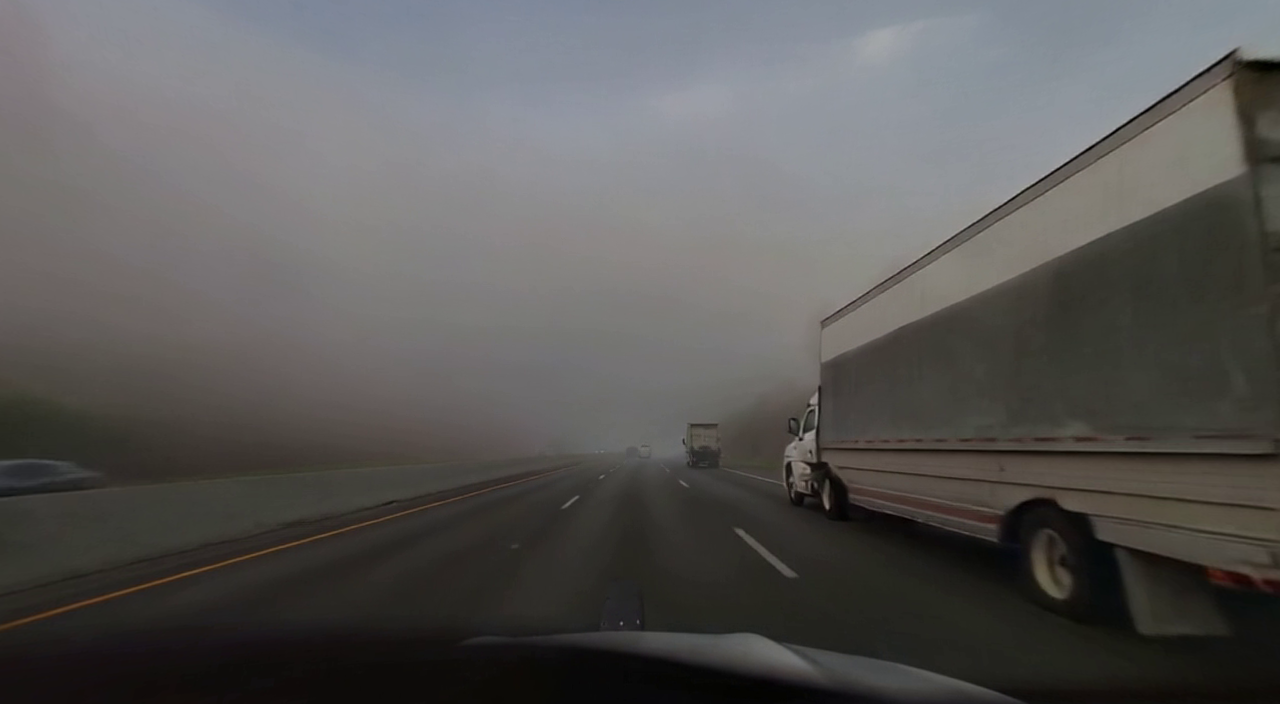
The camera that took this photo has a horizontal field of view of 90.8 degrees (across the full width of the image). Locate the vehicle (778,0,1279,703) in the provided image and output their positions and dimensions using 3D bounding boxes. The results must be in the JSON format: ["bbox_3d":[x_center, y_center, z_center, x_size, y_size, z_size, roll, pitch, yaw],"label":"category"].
[{"bbox_3d":[4.410,0.552,7.410,3.032,3.785,10.333,0,-9,-1],"label":"vehicle"}]

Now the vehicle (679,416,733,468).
[{"bbox_3d":[4.500,6.425,44.743,2.771,3.313,8.121,0,-9,-1],"label":"vehicle"}]
